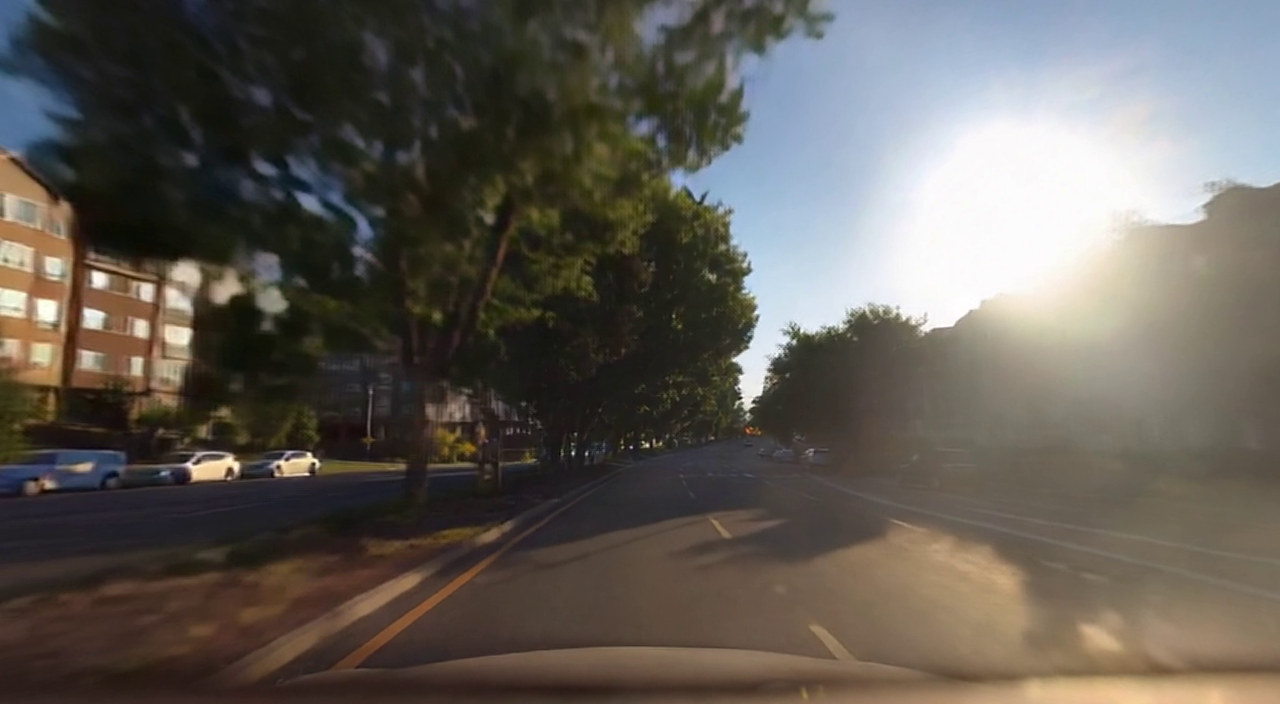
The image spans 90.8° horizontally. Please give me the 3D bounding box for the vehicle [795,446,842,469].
[{"bbox_3d":[11.816,7.025,42.195,1.897,1.455,4.586,0,-9,2],"label":"vehicle"}]

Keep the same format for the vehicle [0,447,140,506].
[{"bbox_3d":[-19.091,4.007,20.800,1.686,1.671,4.477,0,-8,-2],"label":"vehicle"}]

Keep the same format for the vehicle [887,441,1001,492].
[{"bbox_3d":[10.663,4.010,22.573,1.992,1.615,4.460,0,-9,3],"label":"vehicle"}]

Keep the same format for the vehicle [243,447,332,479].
[{"bbox_3d":[-18.319,5.826,33.137,2.003,1.505,4.332,-3,-10,3],"label":"vehicle"}]

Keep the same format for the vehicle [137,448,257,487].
[{"bbox_3d":[-18.760,4.938,27.050,1.795,1.445,4.629,-2,-10,0],"label":"vehicle"}]
